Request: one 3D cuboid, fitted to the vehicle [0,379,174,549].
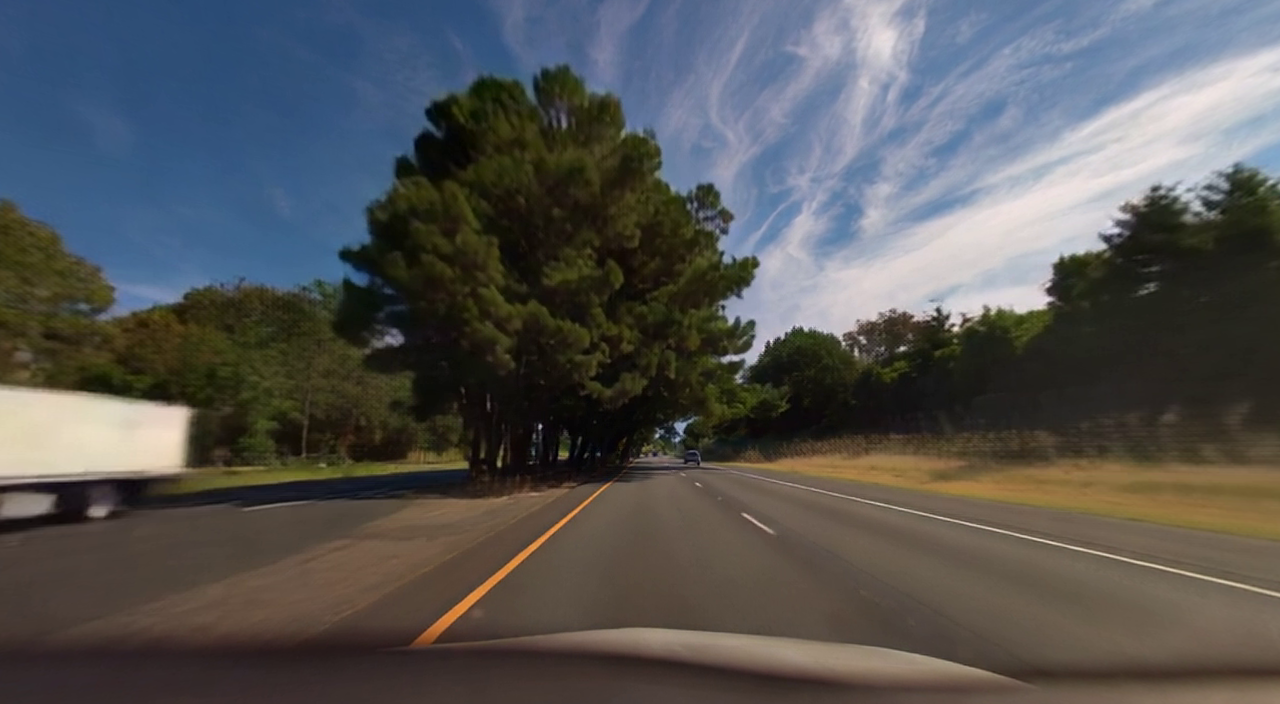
[{"bbox_3d":[-12.759,2.049,11.586,2.901,2.963,6.971,0,-9,1],"label":"vehicle"}]
